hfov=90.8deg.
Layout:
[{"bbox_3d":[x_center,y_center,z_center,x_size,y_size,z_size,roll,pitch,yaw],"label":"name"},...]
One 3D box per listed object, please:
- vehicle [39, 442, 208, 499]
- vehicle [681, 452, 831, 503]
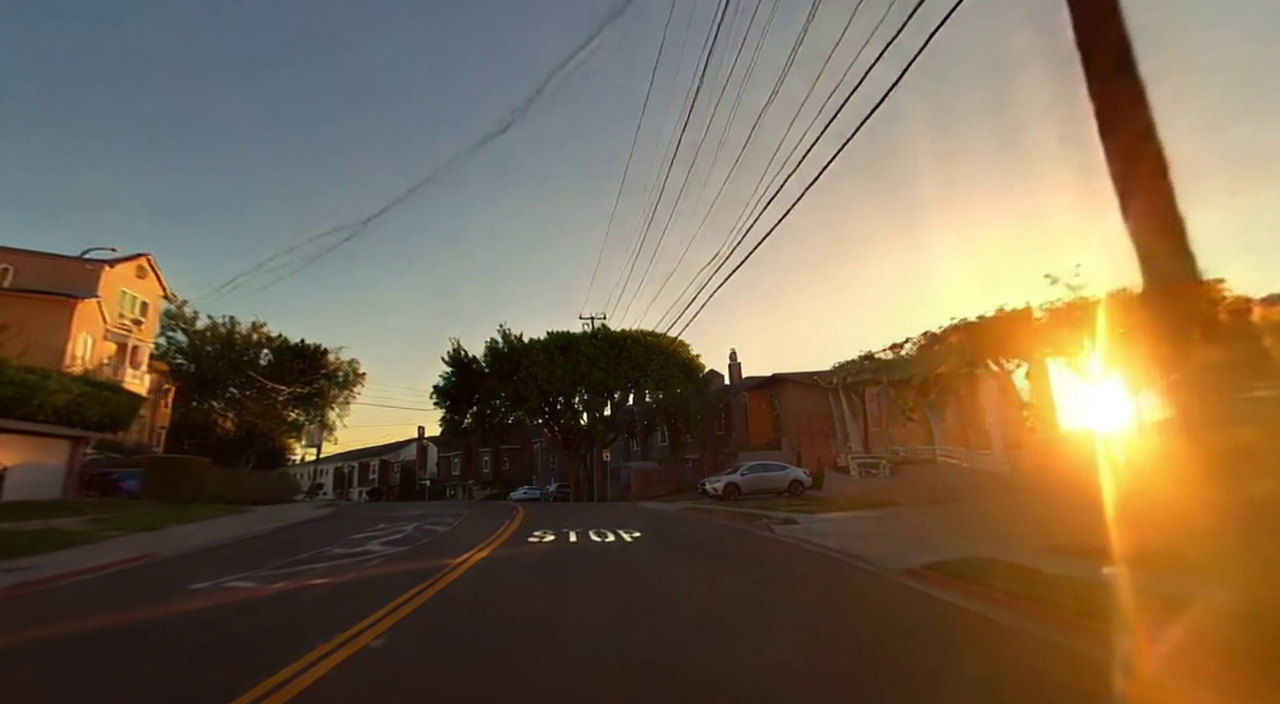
[{"bbox_3d":[-21.165,4.984,26.268,4.942,1.912,2.121,6,-21,-28],"label":"vehicle"},{"bbox_3d":[4.698,5.128,25.966,5.578,1.842,2.300,4,-10,-12],"label":"vehicle"}]
